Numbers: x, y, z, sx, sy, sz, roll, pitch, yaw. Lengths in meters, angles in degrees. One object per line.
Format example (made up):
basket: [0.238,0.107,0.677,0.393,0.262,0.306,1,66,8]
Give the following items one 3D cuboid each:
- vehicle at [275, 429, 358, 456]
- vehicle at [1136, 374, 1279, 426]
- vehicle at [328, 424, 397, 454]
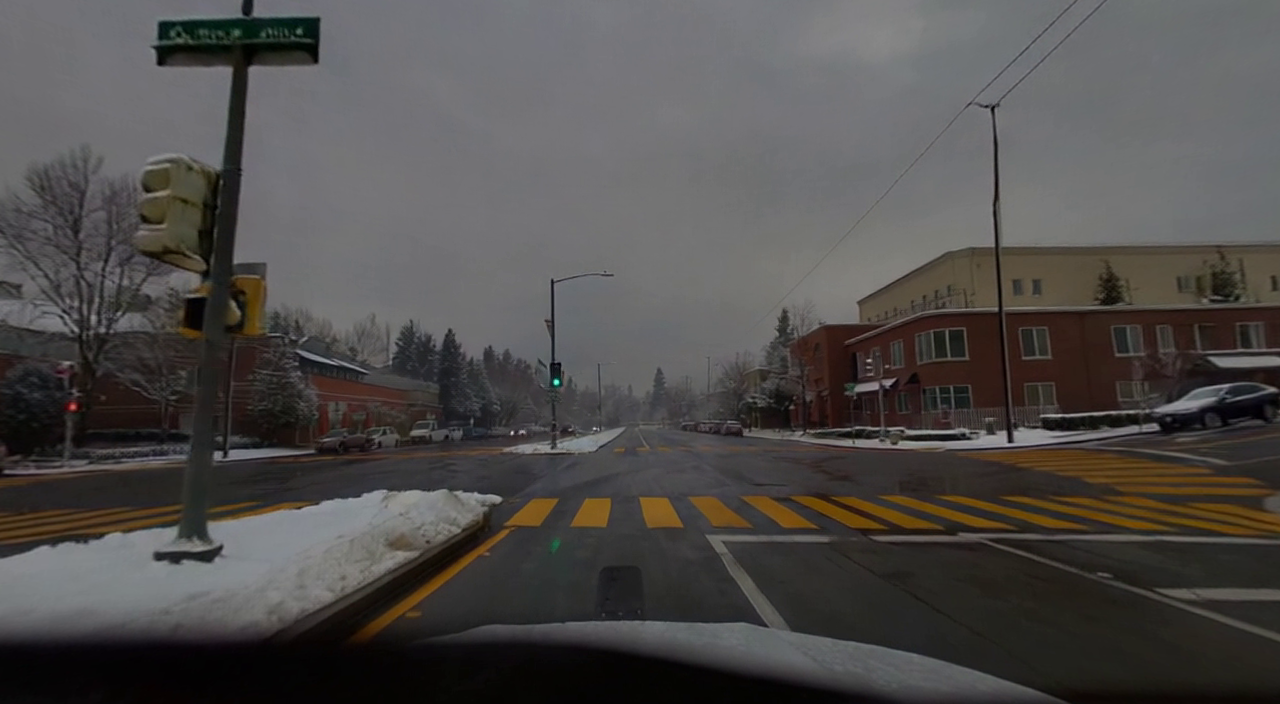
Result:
vehicle: [-18.129,5.150,35.759,1.939,1.430,5.533,0,-9,-2]
vehicle: [22.309,1.825,24.573,4.531,1.753,1.964,-2,-2,-5]
vehicle: [-18.342,5.826,42.094,2.225,1.871,5.189,0,-9,0]
